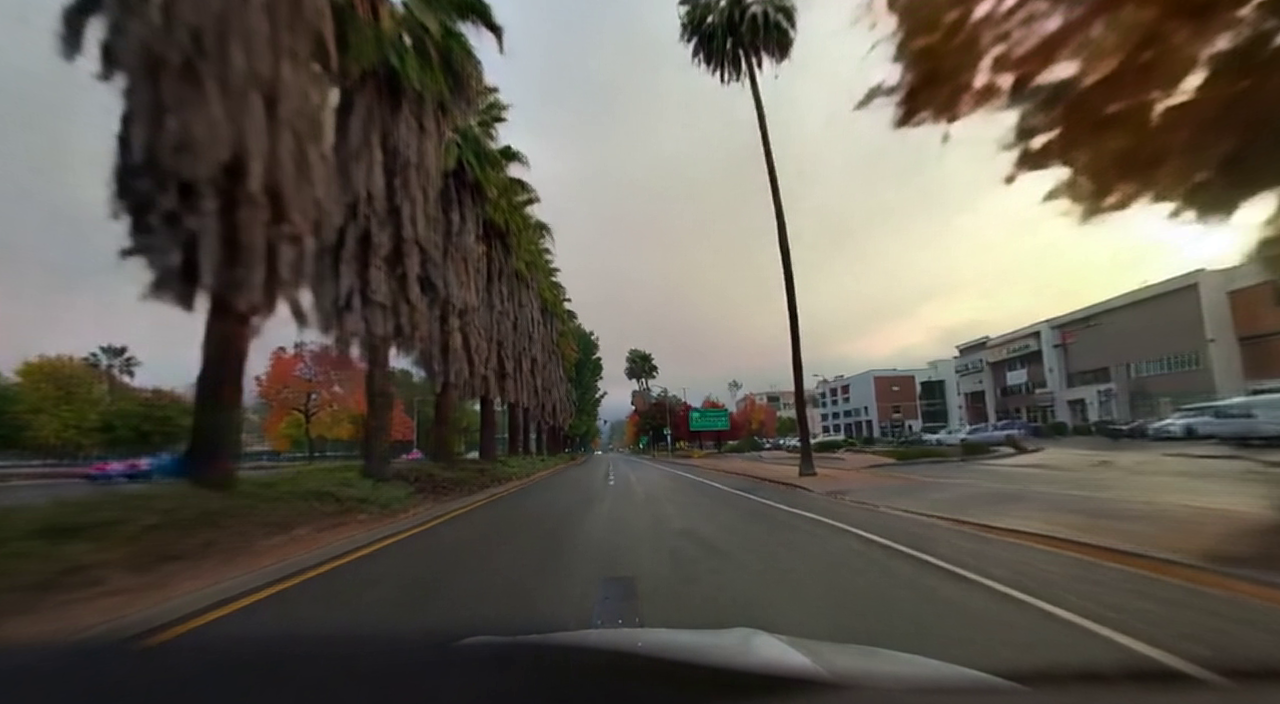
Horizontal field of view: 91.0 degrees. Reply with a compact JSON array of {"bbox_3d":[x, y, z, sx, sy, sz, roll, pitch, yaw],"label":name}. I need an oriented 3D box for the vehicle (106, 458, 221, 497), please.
[{"bbox_3d":[-22.198,5.815,29.613,1.994,1.652,4.570,0,-9,-3],"label":"vehicle"}]

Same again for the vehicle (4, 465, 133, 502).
[{"bbox_3d":[-26.003,5.963,28.916,1.915,1.485,4.389,0,-9,-3],"label":"vehicle"}]
